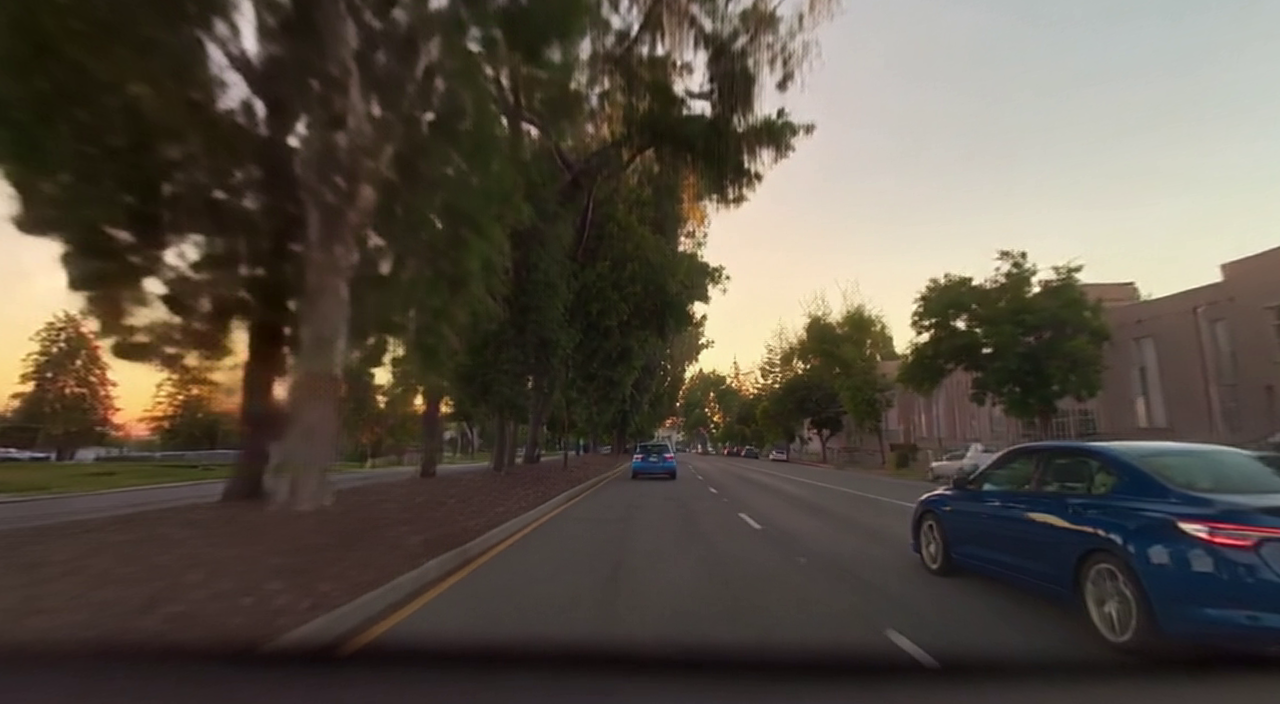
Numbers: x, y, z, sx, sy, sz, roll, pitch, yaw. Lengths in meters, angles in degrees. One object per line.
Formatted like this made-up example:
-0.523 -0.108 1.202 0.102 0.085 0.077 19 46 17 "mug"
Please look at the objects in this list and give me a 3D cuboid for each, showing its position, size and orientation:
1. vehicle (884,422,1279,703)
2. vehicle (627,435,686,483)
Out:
3.871 1.372 5.218 1.918 1.418 4.360 0 -8 -1 "vehicle"
0.552 4.102 24.494 2.085 1.693 4.301 0 -8 0 "vehicle"
